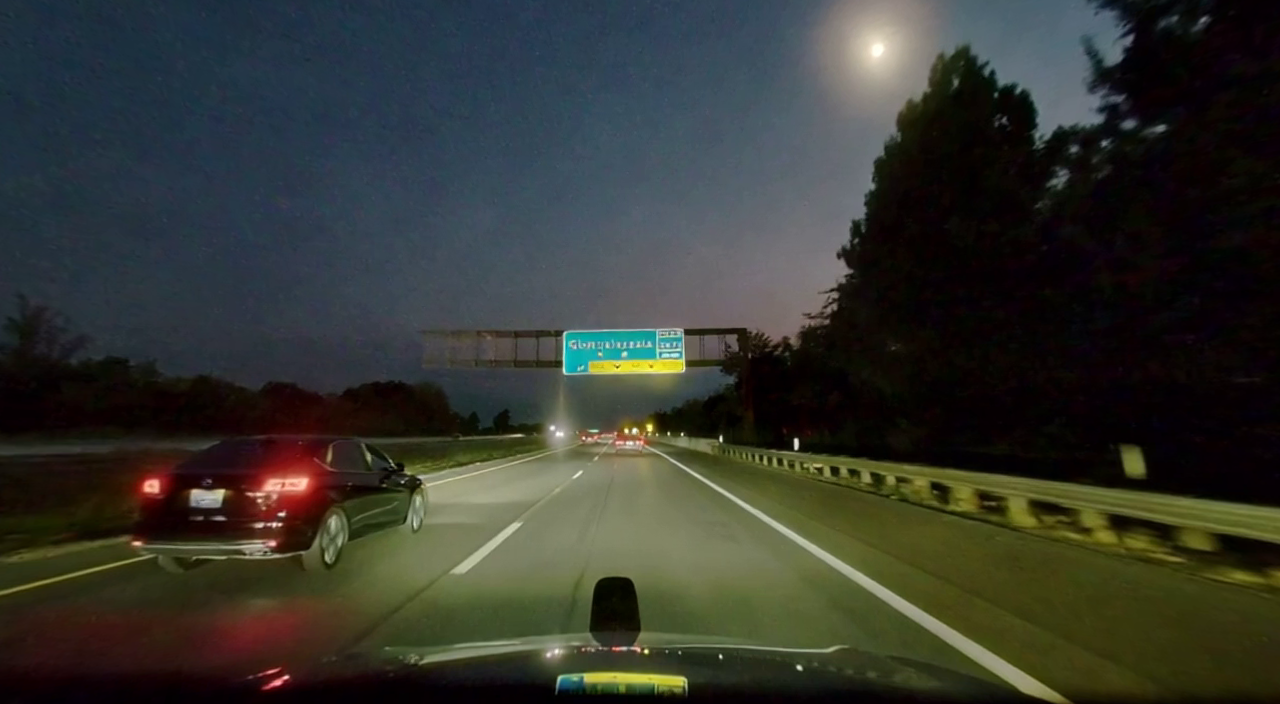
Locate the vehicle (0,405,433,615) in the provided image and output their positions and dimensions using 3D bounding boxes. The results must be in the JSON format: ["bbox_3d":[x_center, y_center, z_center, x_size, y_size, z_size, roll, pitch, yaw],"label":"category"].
[{"bbox_3d":[-3.917,1.435,6.776,1.975,1.518,4.242,0,-8,-1],"label":"vehicle"}]

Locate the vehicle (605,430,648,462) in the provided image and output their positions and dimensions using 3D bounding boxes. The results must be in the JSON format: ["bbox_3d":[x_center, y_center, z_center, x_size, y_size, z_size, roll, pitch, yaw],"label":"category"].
[{"bbox_3d":[-0.742,5.102,34.521,2.162,1.616,4.242,0,-8,-1],"label":"vehicle"}]
